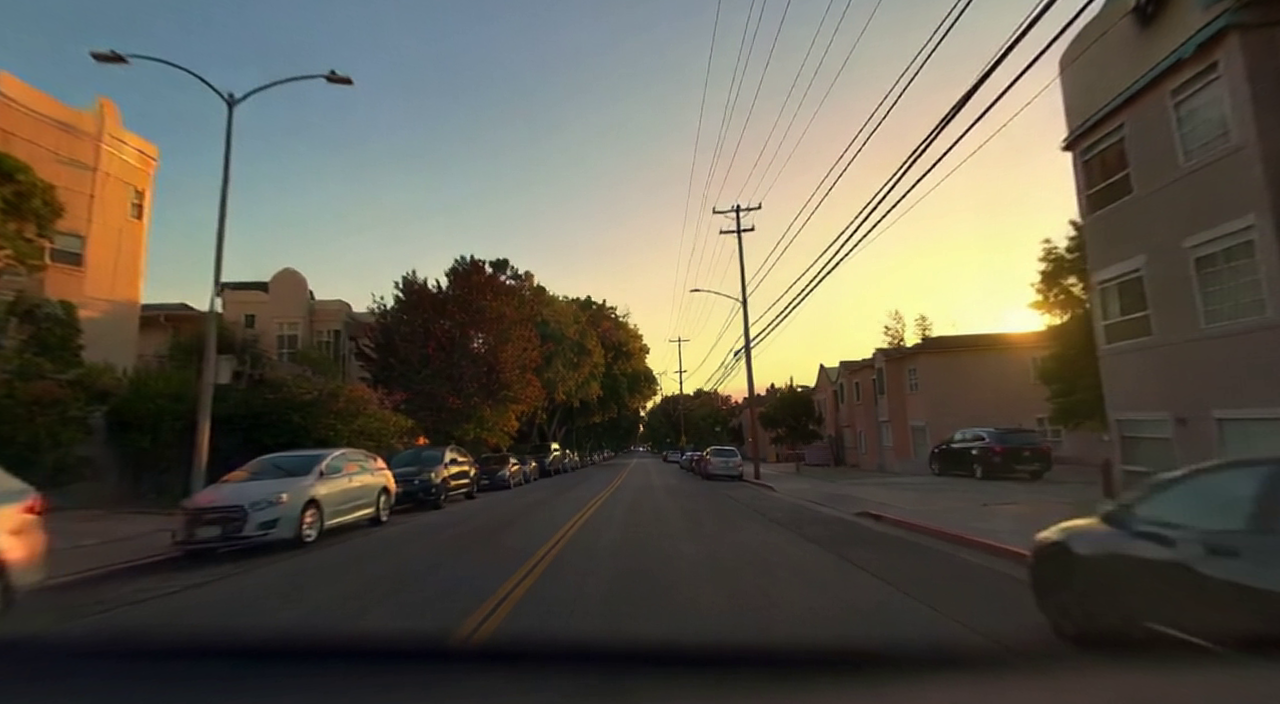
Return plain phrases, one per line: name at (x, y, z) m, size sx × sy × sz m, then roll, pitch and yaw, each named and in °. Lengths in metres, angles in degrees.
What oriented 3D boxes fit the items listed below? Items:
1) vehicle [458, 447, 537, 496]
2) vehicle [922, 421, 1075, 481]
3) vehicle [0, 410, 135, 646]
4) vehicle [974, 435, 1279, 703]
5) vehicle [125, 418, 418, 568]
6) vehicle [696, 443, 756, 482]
vehicle at (-6.003, 5.053, 27.069) m, size 2.247 × 1.698 × 4.944 m, roll -4°, pitch -8°, yaw -1°
vehicle at (14.028, 3.964, 25.313) m, size 2.229 × 2.040 × 6.832 m, roll 0°, pitch -9°, yaw 1°
vehicle at (-6.190, 1.303, 3.935) m, size 2.056 × 1.876 × 4.824 m, roll -2°, pitch -8°, yaw 0°
vehicle at (3.800, 1.135, 3.059) m, size 1.901 × 1.439 × 4.131 m, roll 0°, pitch -9°, yaw -3°
vehicle at (-6.219, 2.498, 11.758) m, size 2.120 × 1.989 × 5.616 m, roll -3°, pitch -10°, yaw 0°
vehicle at (4.074, 5.311, 30.541) m, size 2.328 × 1.730 × 4.225 m, roll 0°, pitch -9°, yaw 0°
